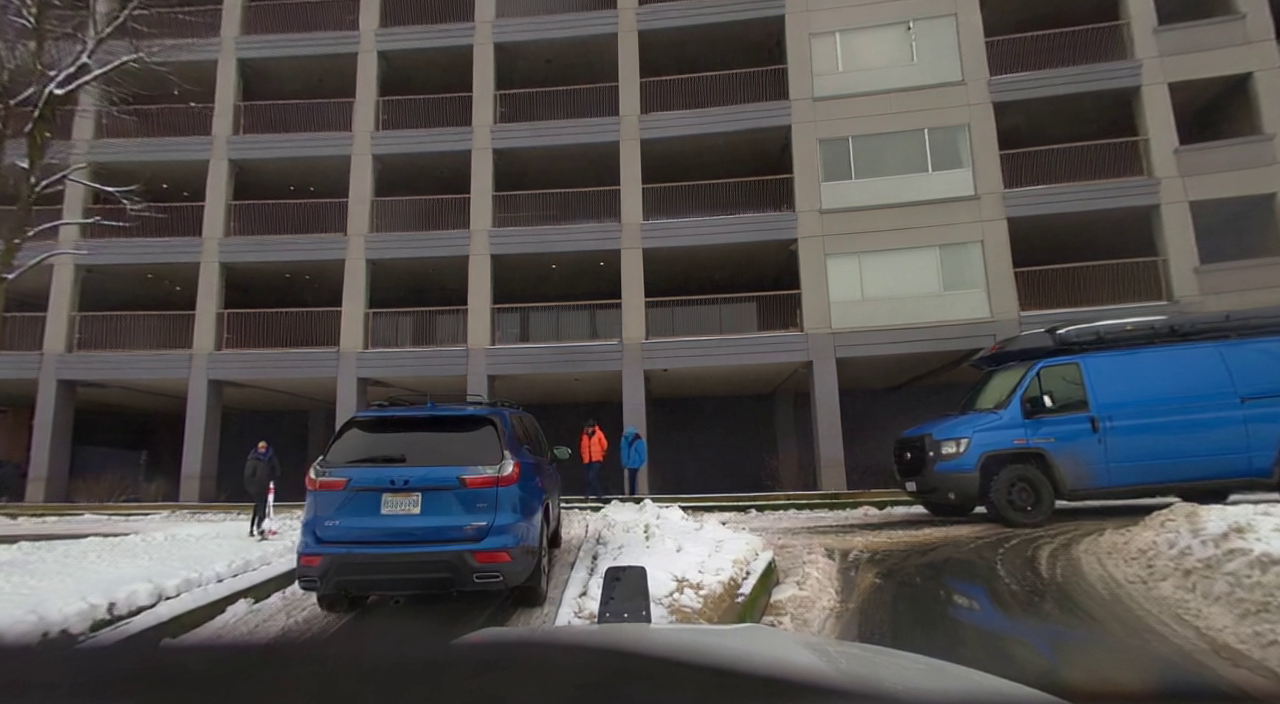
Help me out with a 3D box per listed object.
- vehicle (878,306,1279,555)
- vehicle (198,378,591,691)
[{"bbox_3d":[7.109,1.020,8.235,6.932,2.753,2.446,0,-8,1],"label":"vehicle"},{"bbox_3d":[-1.646,1.327,5.749,2.144,1.733,4.115,1,-9,-8],"label":"vehicle"}]
